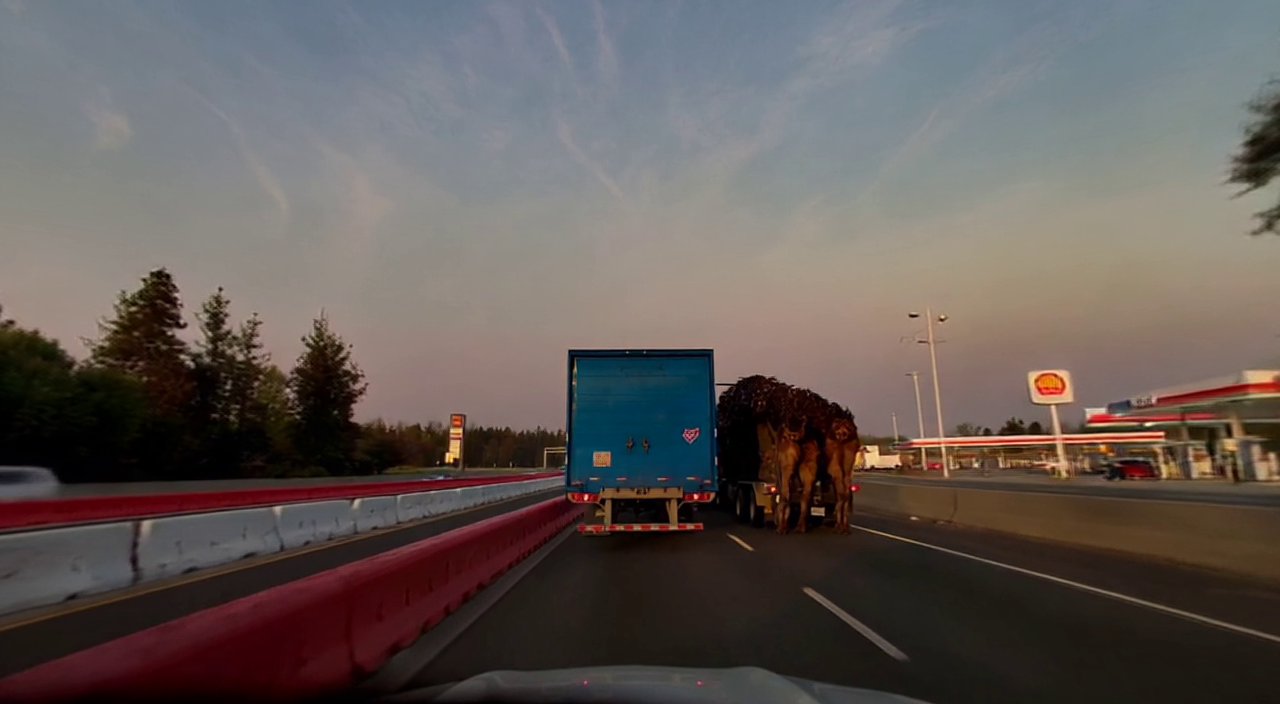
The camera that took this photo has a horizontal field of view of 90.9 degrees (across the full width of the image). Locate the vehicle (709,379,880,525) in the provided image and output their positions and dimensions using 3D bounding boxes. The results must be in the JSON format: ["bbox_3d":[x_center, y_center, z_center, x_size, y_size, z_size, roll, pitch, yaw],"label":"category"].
[{"bbox_3d":[4.420,3.381,20.757,2.936,3.640,9.443,1,-10,-2],"label":"vehicle"}]

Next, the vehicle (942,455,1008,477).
[{"bbox_3d":[24.520,8.373,46.308,1.762,1.470,4.485,3,-11,-11],"label":"vehicle"}]

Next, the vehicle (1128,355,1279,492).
[{"bbox_3d":[20.836,1.999,18.113,2.771,4.075,13.513,1,-11,0],"label":"vehicle"}]

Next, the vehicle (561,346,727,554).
[{"bbox_3d":[0.040,2.334,14.495,2.618,3.306,8.676,1,-10,0],"label":"vehicle"}]
